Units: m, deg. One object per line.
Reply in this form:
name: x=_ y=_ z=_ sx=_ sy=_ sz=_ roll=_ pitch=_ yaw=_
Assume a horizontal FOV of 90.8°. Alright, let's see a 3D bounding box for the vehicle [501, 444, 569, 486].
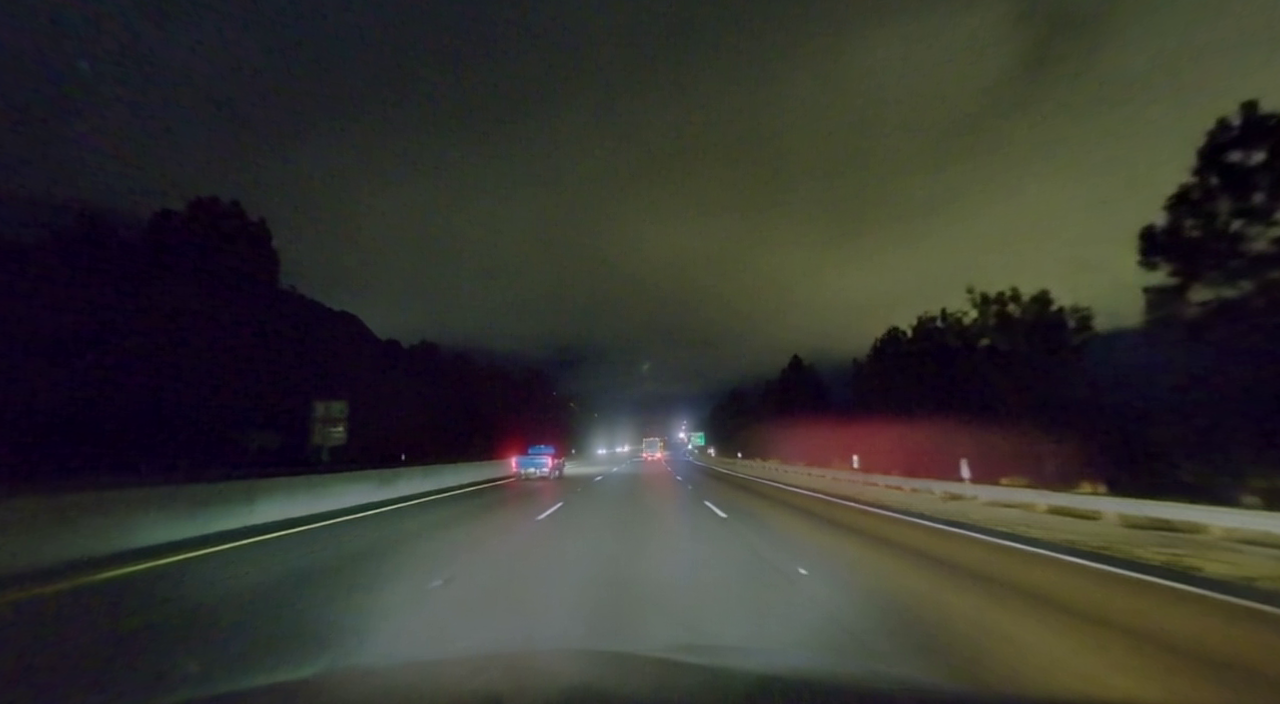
vehicle: x=-4.203 y=4.603 z=25.997 sx=2.035 sy=1.595 sz=4.022 roll=0 pitch=-9 yaw=1
